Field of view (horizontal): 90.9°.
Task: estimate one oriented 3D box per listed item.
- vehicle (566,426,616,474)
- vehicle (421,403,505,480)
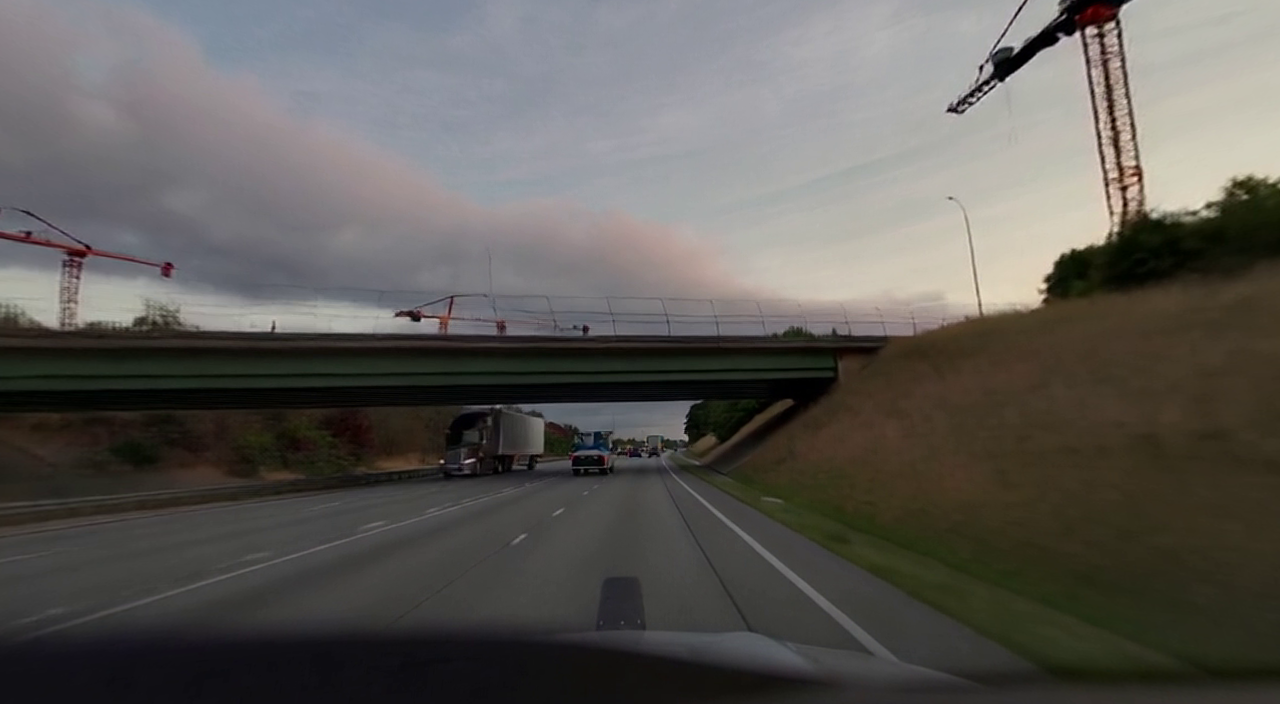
[{"bbox_3d":[-2.965,6.239,40.168,2.565,2.771,6.641,0,-9,1],"label":"vehicle"},{"bbox_3d":[-9.802,5.098,35.663,2.918,3.990,5.826,0,-9,1],"label":"vehicle"}]
